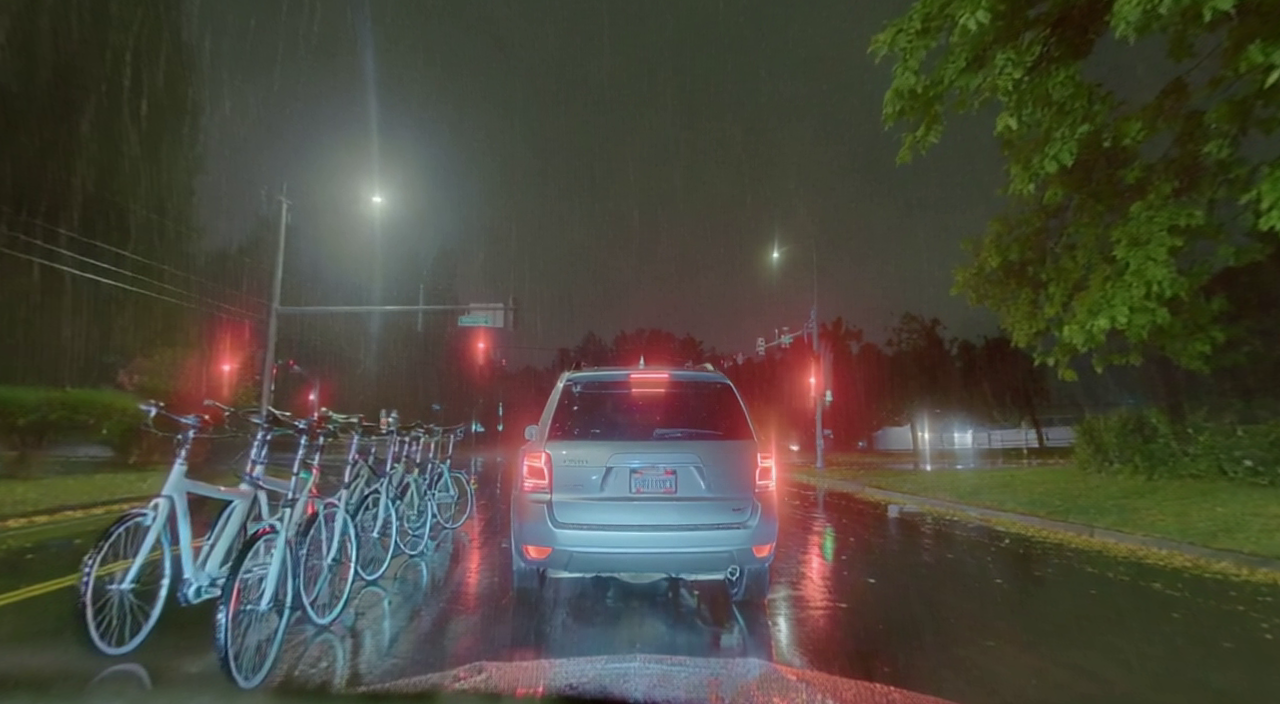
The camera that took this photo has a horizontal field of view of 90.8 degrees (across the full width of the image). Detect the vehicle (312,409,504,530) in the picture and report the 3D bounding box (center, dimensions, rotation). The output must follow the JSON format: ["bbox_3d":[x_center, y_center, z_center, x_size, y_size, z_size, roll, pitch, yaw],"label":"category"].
[{"bbox_3d":[-4.198,2.226,12.623,2.337,1.858,5.409,1,-9,-7],"label":"vehicle"}]

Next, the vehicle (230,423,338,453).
[{"bbox_3d":[-26.961,6.560,48.058,6.559,2.240,2.442,1,-9,-9],"label":"vehicle"}]

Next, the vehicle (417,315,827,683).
[{"bbox_3d":[-0.243,1.156,6.005,2.333,2.087,4.586,1,-8,-4],"label":"vehicle"}]

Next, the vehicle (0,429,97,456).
[{"bbox_3d":[-35.665,5.448,38.098,3.926,1.536,1.731,0,-7,-9],"label":"vehicle"}]
